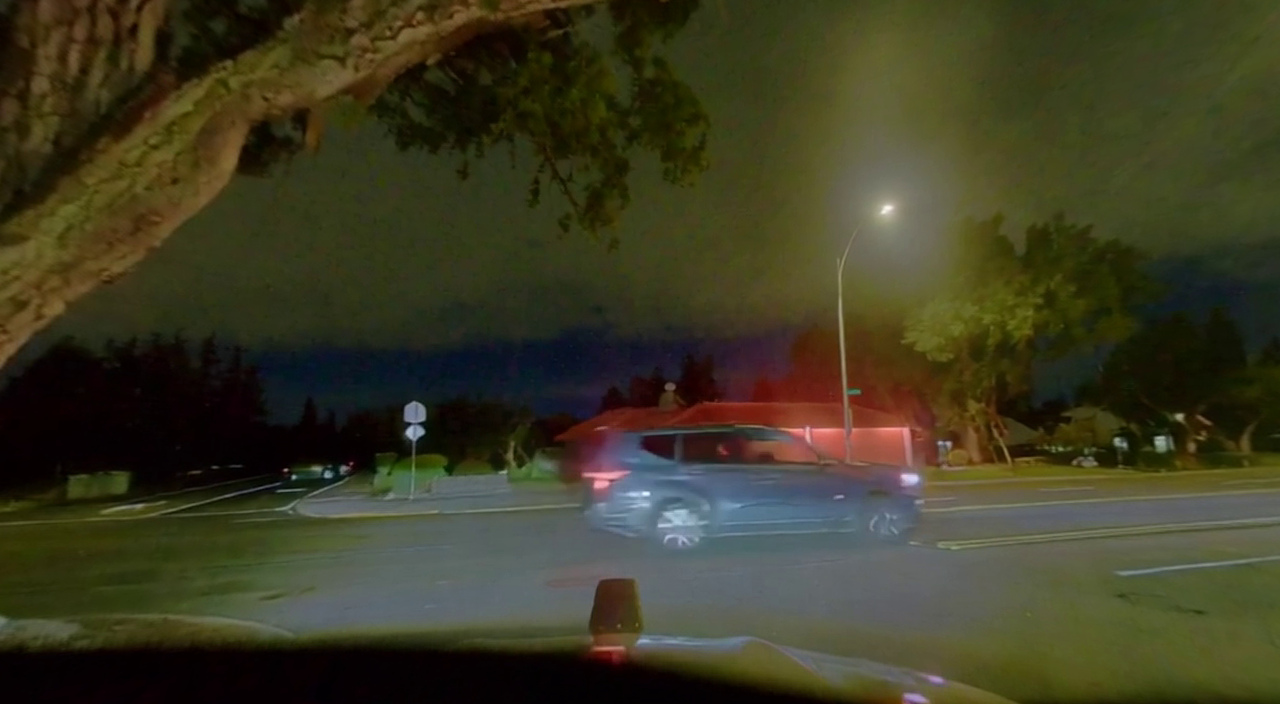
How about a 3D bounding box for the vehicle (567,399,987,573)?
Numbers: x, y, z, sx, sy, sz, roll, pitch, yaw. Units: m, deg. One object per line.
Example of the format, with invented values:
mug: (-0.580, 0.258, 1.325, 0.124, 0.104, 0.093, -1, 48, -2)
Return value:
vehicle: (1.562, 1.563, 7.989, 4.557, 1.677, 2.337, 2, -9, -17)
